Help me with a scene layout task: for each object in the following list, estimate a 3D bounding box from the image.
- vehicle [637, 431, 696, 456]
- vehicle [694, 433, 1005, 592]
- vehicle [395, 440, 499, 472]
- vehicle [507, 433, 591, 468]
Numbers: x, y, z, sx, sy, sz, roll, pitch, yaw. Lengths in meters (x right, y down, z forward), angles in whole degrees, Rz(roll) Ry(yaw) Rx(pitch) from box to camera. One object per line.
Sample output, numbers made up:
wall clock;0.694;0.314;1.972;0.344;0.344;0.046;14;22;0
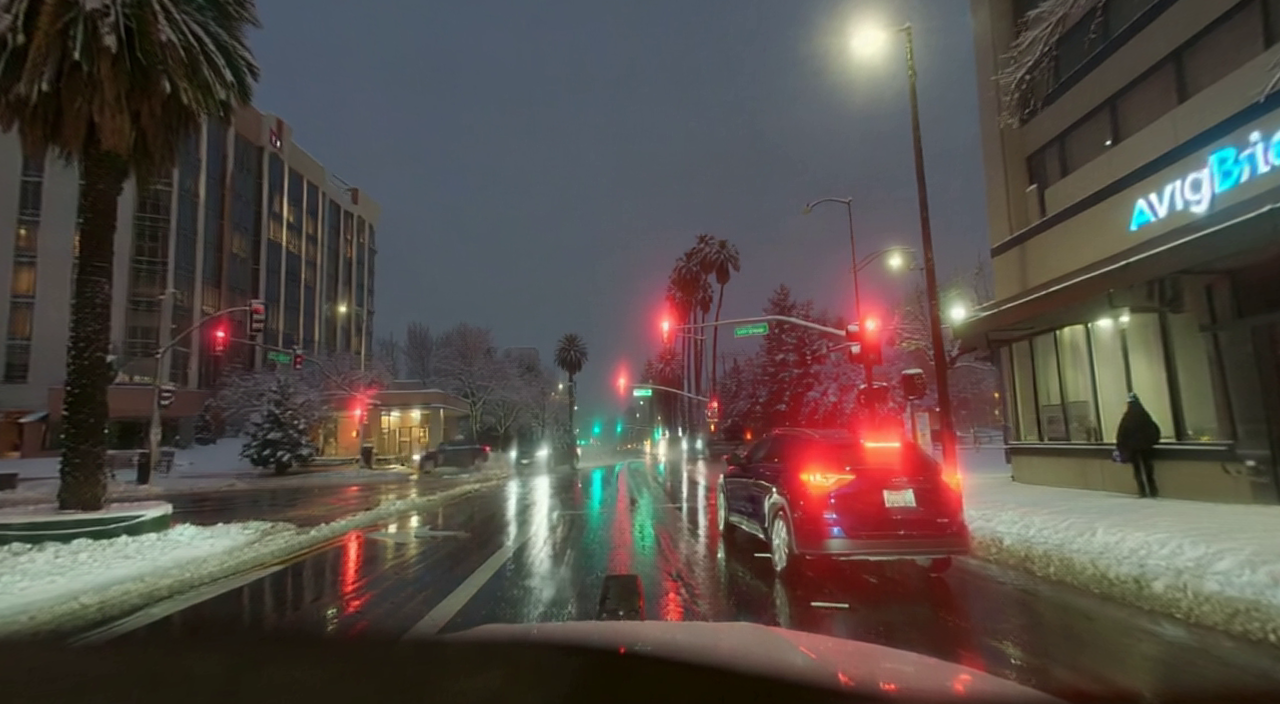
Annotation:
vehicle;2.087;7.065;48.654;2.029;1.822;5.090;-6;-10;36
vehicle;2.225;1.858;8.399;2.090;1.466;4.676;1;-8;-7
vehicle;-9.543;5.151;31.592;1.896;1.492;4.808;-6;-10;34
vehicle;-4.104;4.562;29.417;2.052;1.478;4.395;-3;-9;19
